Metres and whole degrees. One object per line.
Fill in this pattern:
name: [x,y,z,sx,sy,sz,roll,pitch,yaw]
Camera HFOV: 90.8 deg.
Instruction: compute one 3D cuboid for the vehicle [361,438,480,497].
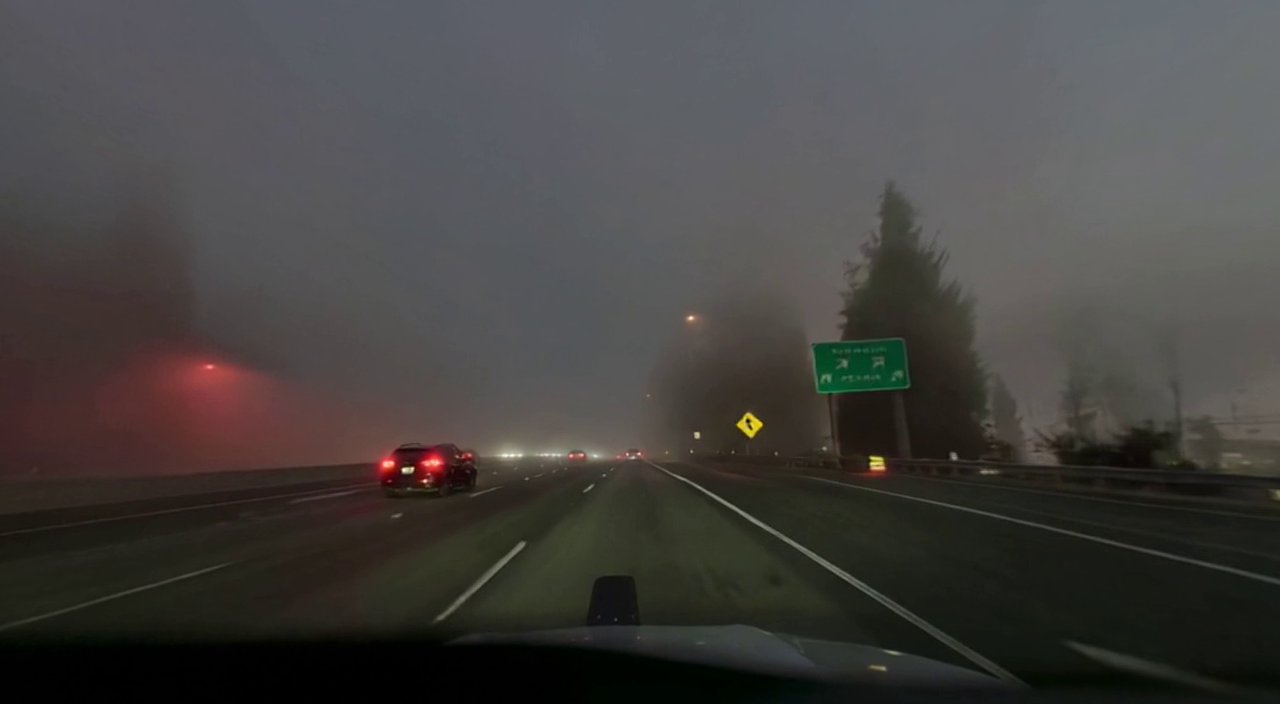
vehicle: [-6.693,3.572,19.948,2.016,1.606,4.806,0,-9,0]
